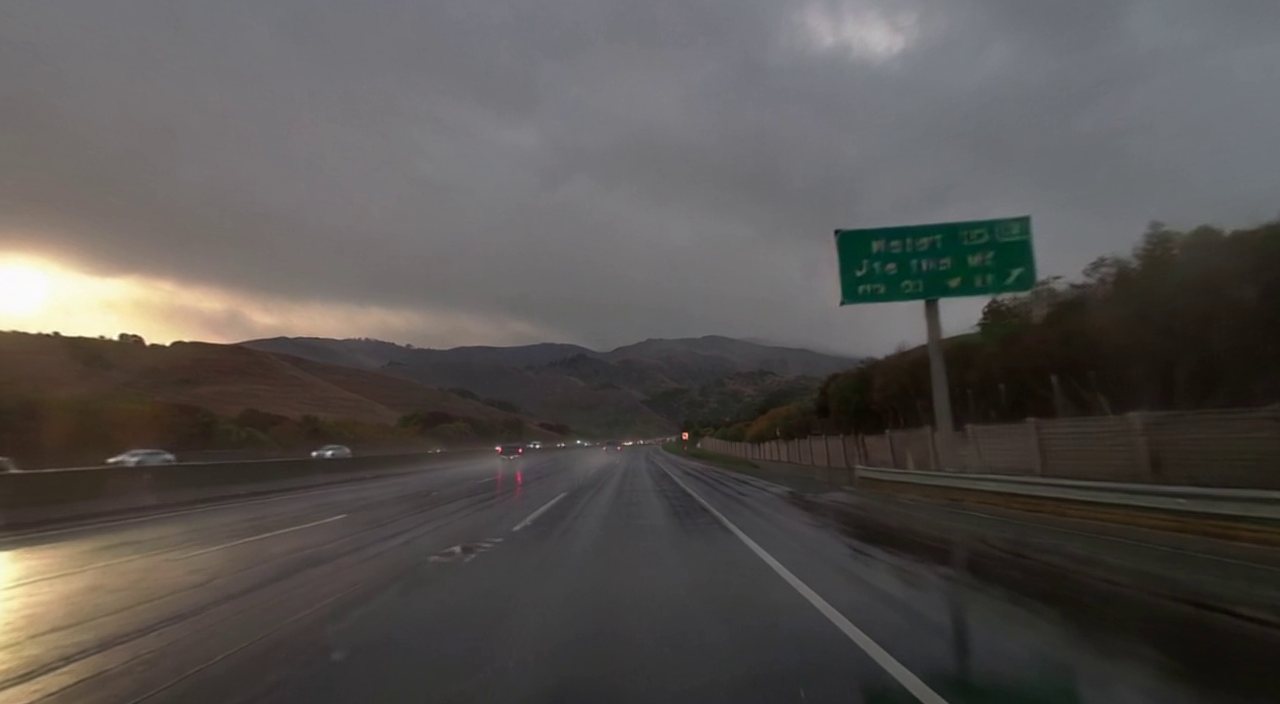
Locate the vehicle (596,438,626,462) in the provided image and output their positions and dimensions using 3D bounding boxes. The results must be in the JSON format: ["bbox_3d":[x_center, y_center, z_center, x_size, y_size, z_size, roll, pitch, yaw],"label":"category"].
[{"bbox_3d":[-2.172,7.597,48.917,2.029,1.753,4.718,0,-9,1],"label":"vehicle"}]

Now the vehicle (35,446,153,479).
[{"bbox_3d":[-36.582,7.392,42.650,2.354,1.995,6.272,0,-9,0],"label":"vehicle"}]

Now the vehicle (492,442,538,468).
[{"bbox_3d":[-7.689,6.374,39.220,1.930,1.508,4.567,0,-9,0],"label":"vehicle"}]
